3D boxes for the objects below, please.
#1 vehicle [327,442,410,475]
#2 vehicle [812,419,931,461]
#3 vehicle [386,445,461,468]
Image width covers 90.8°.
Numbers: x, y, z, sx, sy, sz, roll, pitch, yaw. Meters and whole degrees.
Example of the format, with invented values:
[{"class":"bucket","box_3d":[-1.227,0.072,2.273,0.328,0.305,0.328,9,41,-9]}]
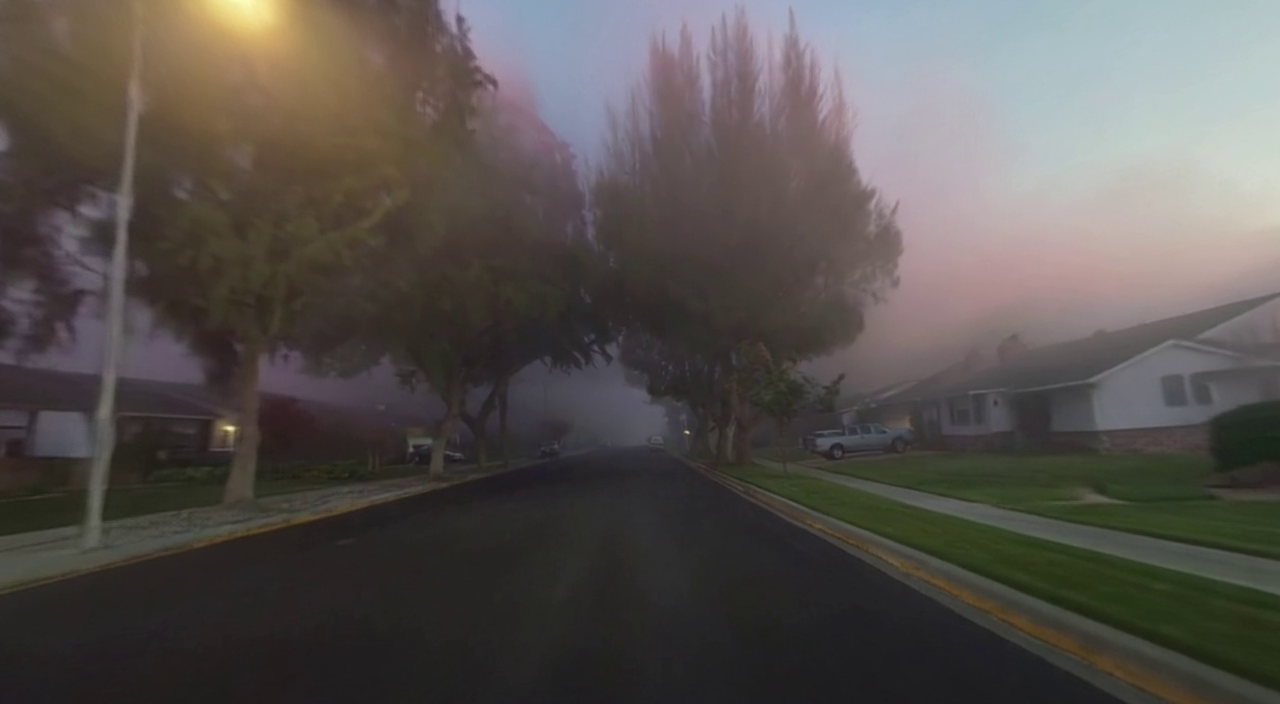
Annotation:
[{"class":"vehicle","box_3d":[-14.138,5.552,33.192,1.982,1.596,3.988,-2,-8,12]},{"class":"vehicle","box_3d":[10.480,4.044,28.962,4.582,1.680,2.223,-2,-8,4]},{"class":"vehicle","box_3d":[-14.483,7.023,42.432,4.285,1.483,1.954,0,-9,0]}]
